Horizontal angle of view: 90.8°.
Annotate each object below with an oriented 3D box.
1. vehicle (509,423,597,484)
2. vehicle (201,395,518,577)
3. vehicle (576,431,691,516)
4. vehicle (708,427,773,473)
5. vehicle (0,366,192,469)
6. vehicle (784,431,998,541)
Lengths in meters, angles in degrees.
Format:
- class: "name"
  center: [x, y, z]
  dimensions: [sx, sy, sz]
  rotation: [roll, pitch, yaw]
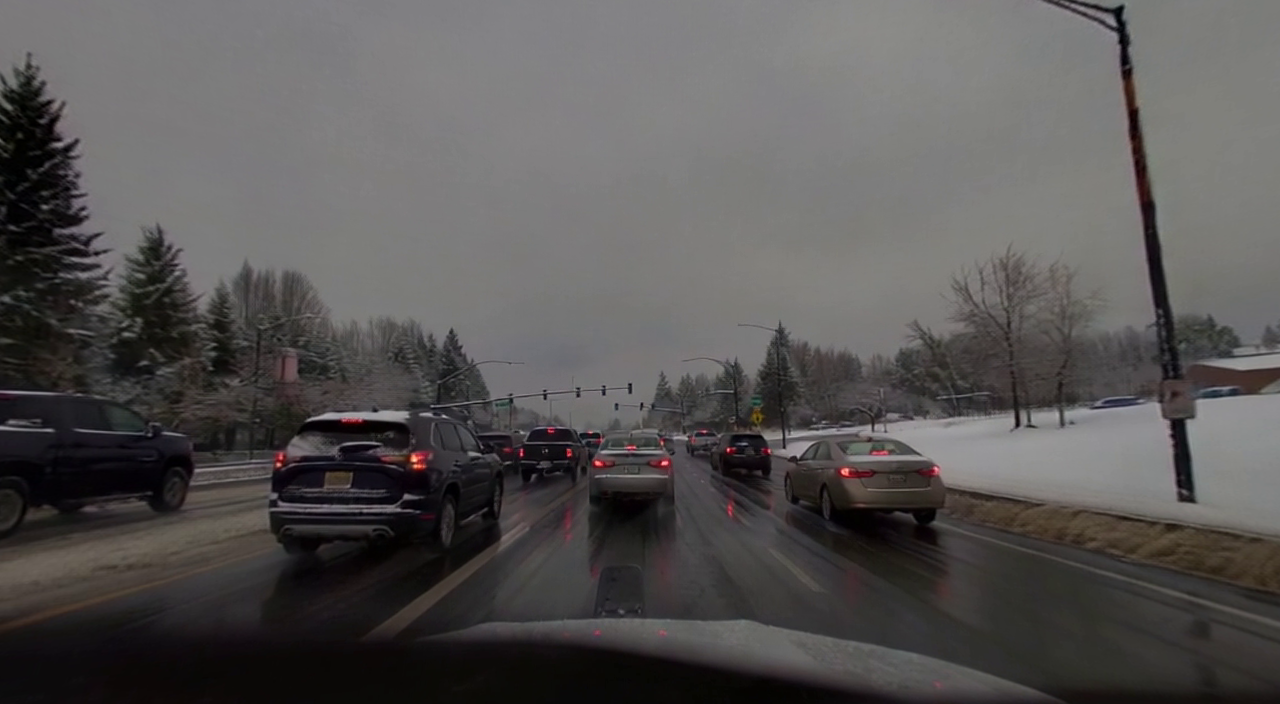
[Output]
- class: "vehicle"
  center: [-2.827, 3.443, 21.673]
  dimensions: [2.218, 1.829, 4.492]
  rotation: [0, -8, 2]
- class: "vehicle"
  center: [-3.209, 1.672, 8.790]
  dimensions: [2.111, 1.745, 5.274]
  rotation: [0, -8, -2]
- class: "vehicle"
  center: [-0.100, 2.468, 13.361]
  dimensions: [2.030, 1.477, 4.330]
  rotation: [0, -8, 1]
- class: "vehicle"
  center: [4.303, 4.283, 27.759]
  dimensions: [2.099, 1.845, 4.363]
  rotation: [0, -8, 0]
- class: "vehicle"
  center: [-27.756, 3.108, 28.855]
  dimensions: [3.181, 4.189, 14.107]
  rotation: [-1, -8, 5]
- class: "vehicle"
  center: [3.863, 2.116, 10.654]
  dimensions: [1.884, 1.463, 4.195]
  rotation: [0, -8, 0]
